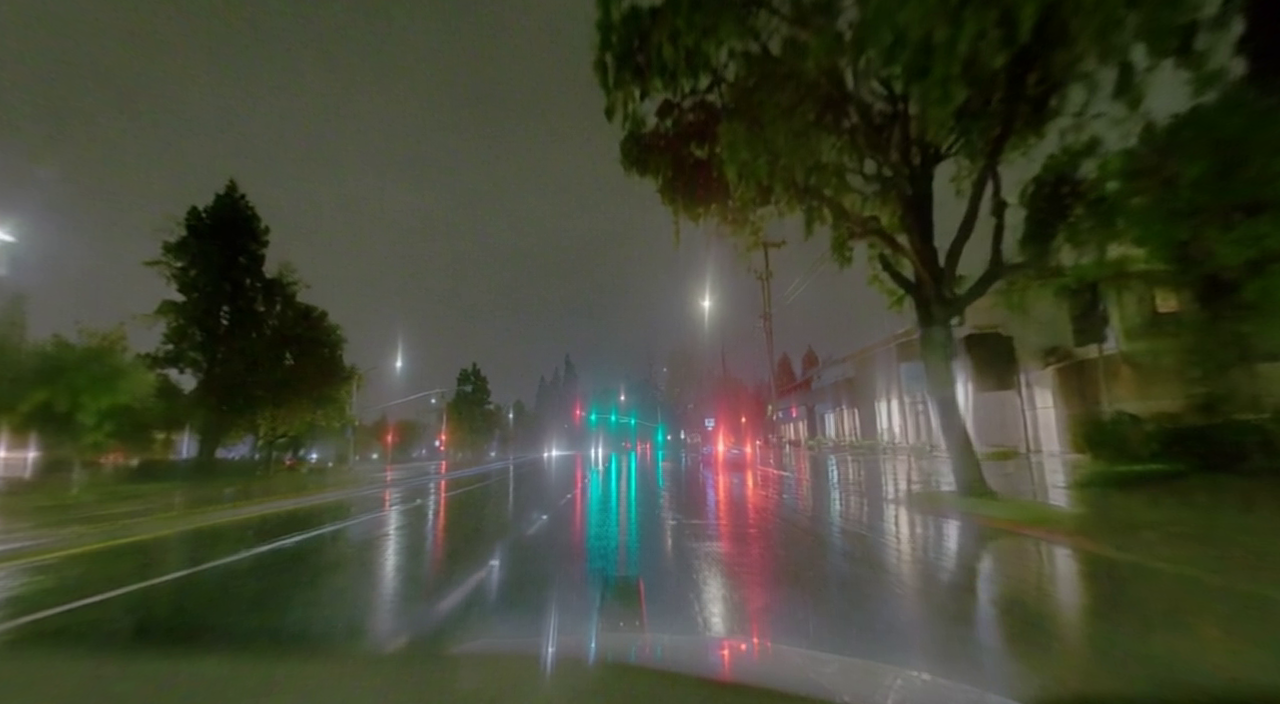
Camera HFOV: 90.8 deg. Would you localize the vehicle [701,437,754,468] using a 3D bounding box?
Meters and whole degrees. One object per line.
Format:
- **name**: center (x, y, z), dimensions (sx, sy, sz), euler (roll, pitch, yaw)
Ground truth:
- **vehicle**: center (4.479, 5.213, 32.857), dimensions (1.942, 1.469, 4.049), euler (0, -8, -3)
